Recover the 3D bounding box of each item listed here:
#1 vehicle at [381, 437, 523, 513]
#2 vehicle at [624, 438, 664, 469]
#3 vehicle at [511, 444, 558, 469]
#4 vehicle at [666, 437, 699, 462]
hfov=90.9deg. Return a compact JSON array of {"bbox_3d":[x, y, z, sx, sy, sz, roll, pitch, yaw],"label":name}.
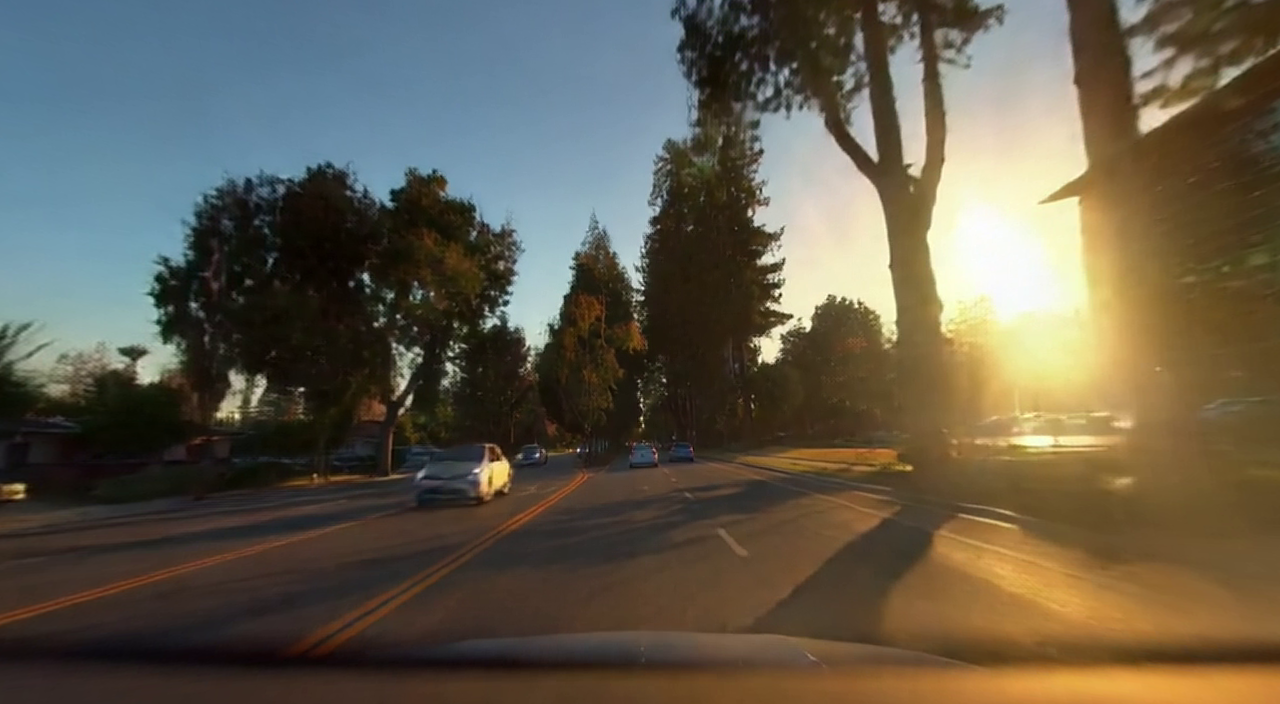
[{"bbox_3d":[-4.188,2.787,14.904,2.014,1.487,4.591,0,-8,-1],"label":"vehicle"},{"bbox_3d":[0.208,5.654,35.270,2.109,1.612,3.963,0,-8,0],"label":"vehicle"},{"bbox_3d":[-6.487,6.475,39.384,2.081,1.477,4.760,0,-8,1],"label":"vehicle"},{"bbox_3d":[3.167,7.417,47.941,2.189,1.766,4.495,0,-8,-1],"label":"vehicle"}]
